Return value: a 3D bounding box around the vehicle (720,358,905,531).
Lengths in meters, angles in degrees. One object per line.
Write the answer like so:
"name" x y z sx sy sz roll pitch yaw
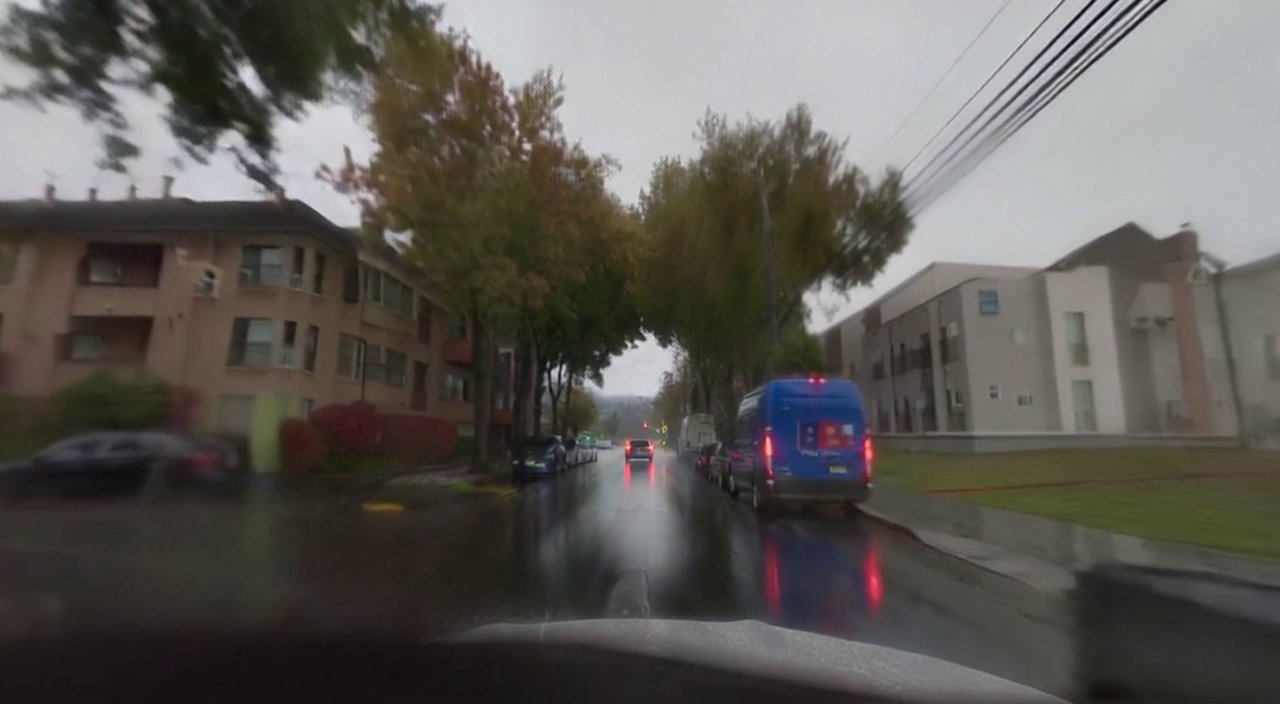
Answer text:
"vehicle" 3.204 1.922 13.323 2.245 2.843 5.762 0 -8 0

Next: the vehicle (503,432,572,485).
"vehicle" -3.910 4.088 24.705 1.951 1.662 4.046 0 -4 1

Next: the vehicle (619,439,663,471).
"vehicle" 0.087 5.096 31.310 2.095 1.510 3.605 0 -8 1

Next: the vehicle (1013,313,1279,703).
"vehicle" 2.842 0.613 0.749 2.045 1.728 4.446 0 -8 0
